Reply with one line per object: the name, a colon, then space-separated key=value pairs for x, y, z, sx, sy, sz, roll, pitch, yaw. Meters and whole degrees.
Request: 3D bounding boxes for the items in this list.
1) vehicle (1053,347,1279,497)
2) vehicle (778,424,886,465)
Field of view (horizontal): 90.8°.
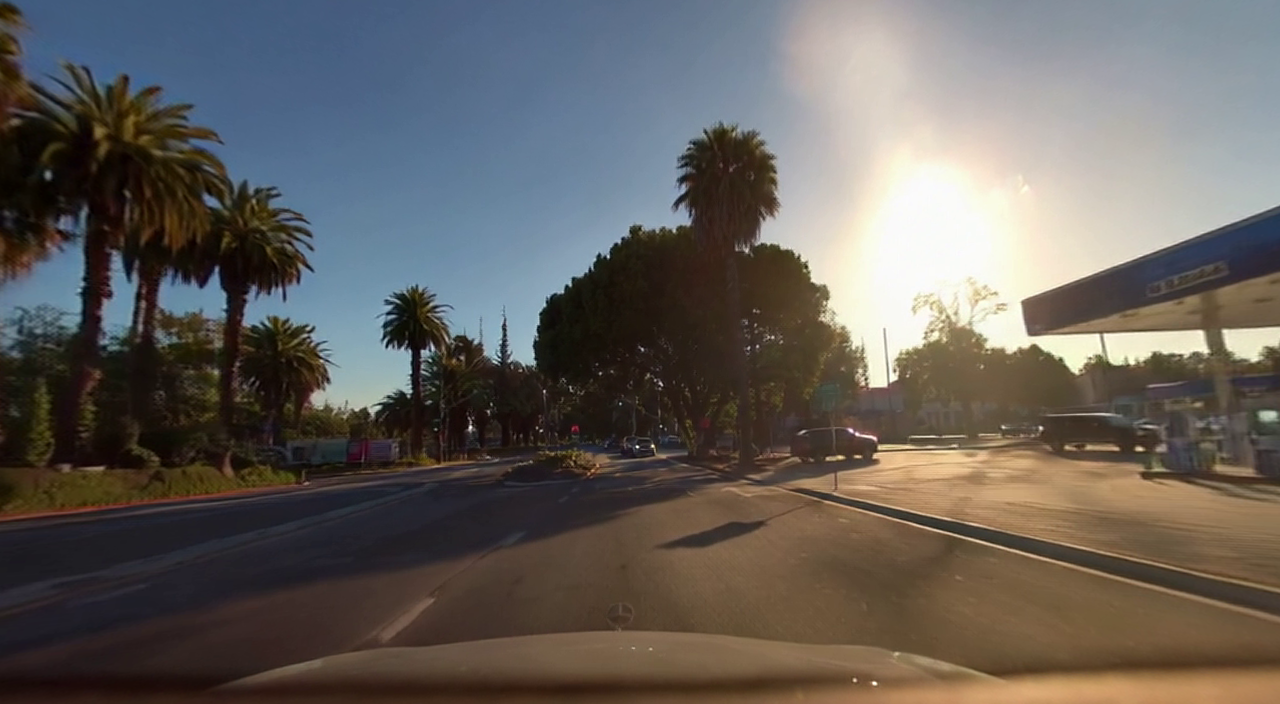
vehicle: x=13.451 y=1.467 z=12.883 sx=2.944 sy=2.783 sz=10.332 roll=0 pitch=-9 yaw=-1
vehicle: x=10.651 y=5.104 z=34.791 sx=6.059 sy=2.082 sz=2.703 roll=7 pitch=-11 yaw=-39
